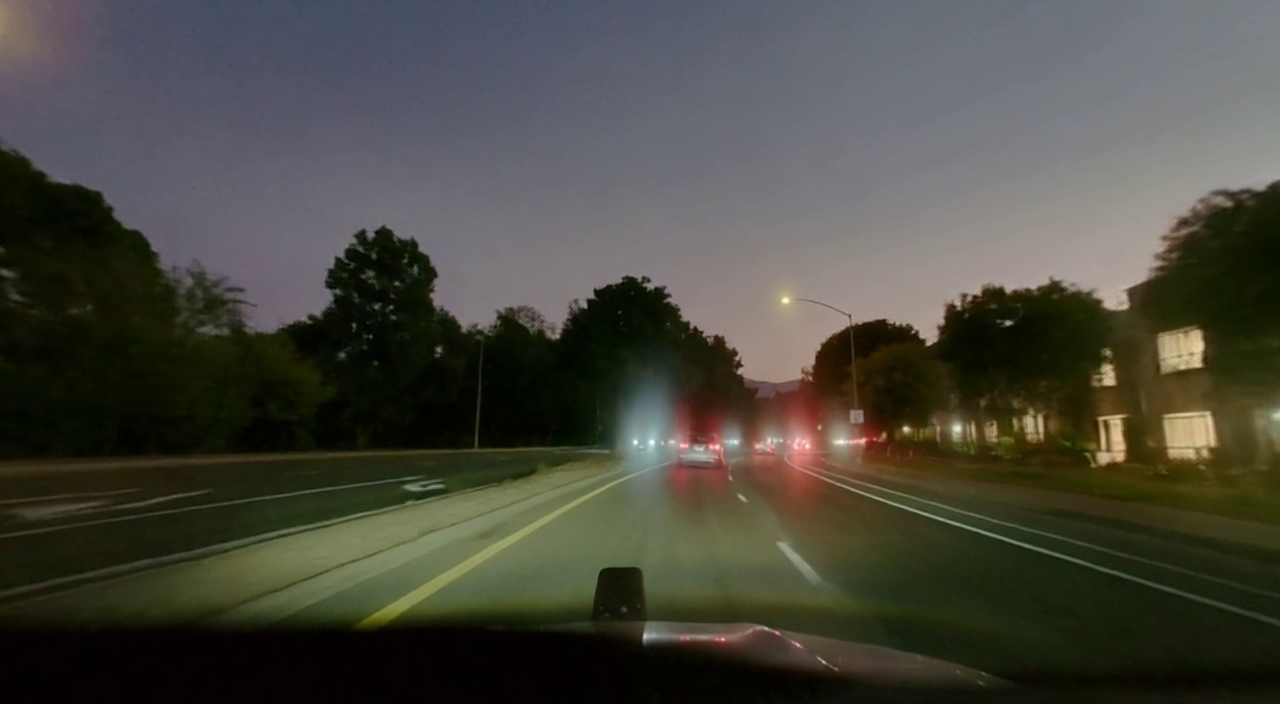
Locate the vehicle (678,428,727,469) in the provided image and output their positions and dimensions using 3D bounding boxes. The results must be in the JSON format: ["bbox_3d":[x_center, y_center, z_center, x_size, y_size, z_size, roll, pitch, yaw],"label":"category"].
[{"bbox_3d":[3.365,5.041,32.999,2.072,2.002,4.391,-1,-8,12],"label":"vehicle"}]
